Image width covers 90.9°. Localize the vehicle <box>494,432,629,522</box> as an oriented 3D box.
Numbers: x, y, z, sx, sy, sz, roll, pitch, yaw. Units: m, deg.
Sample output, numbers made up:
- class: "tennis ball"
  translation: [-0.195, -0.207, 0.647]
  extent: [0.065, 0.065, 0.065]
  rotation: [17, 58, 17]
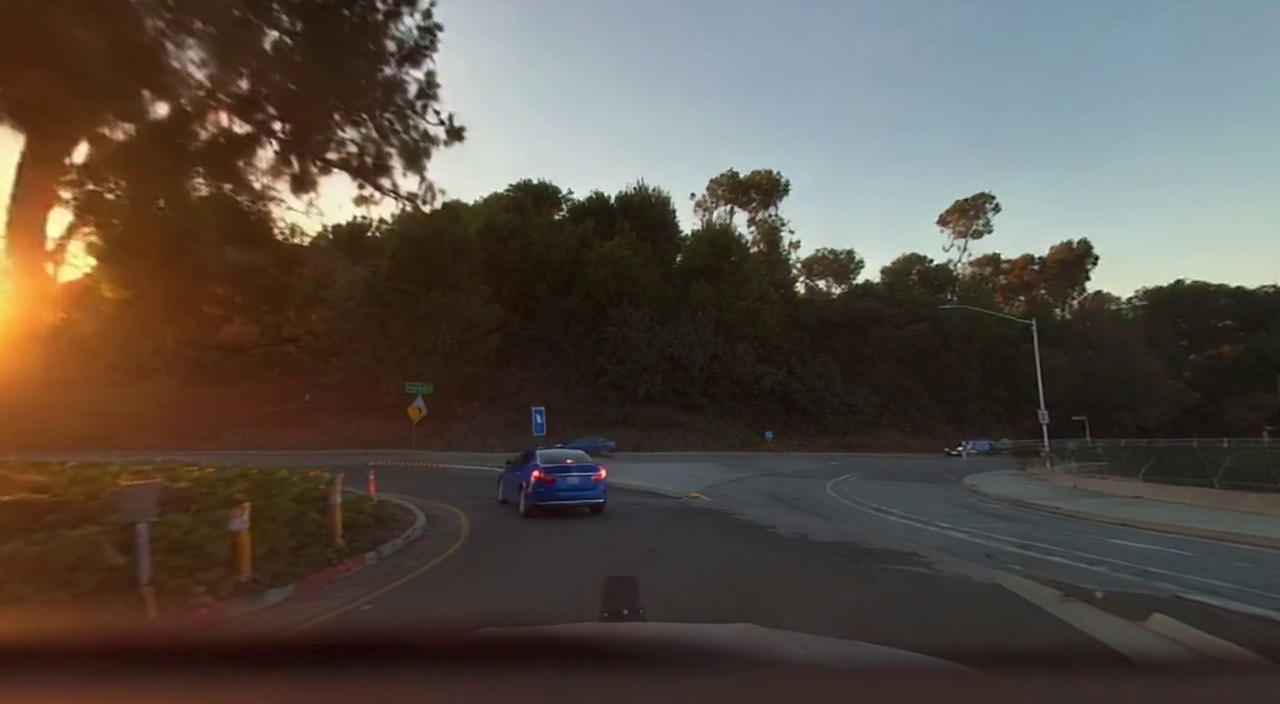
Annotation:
- class: "vehicle"
  translation: [-1.847, 2.608, 13.644]
  extent: [2.078, 1.607, 4.010]
  rotation: [3, -10, -19]
